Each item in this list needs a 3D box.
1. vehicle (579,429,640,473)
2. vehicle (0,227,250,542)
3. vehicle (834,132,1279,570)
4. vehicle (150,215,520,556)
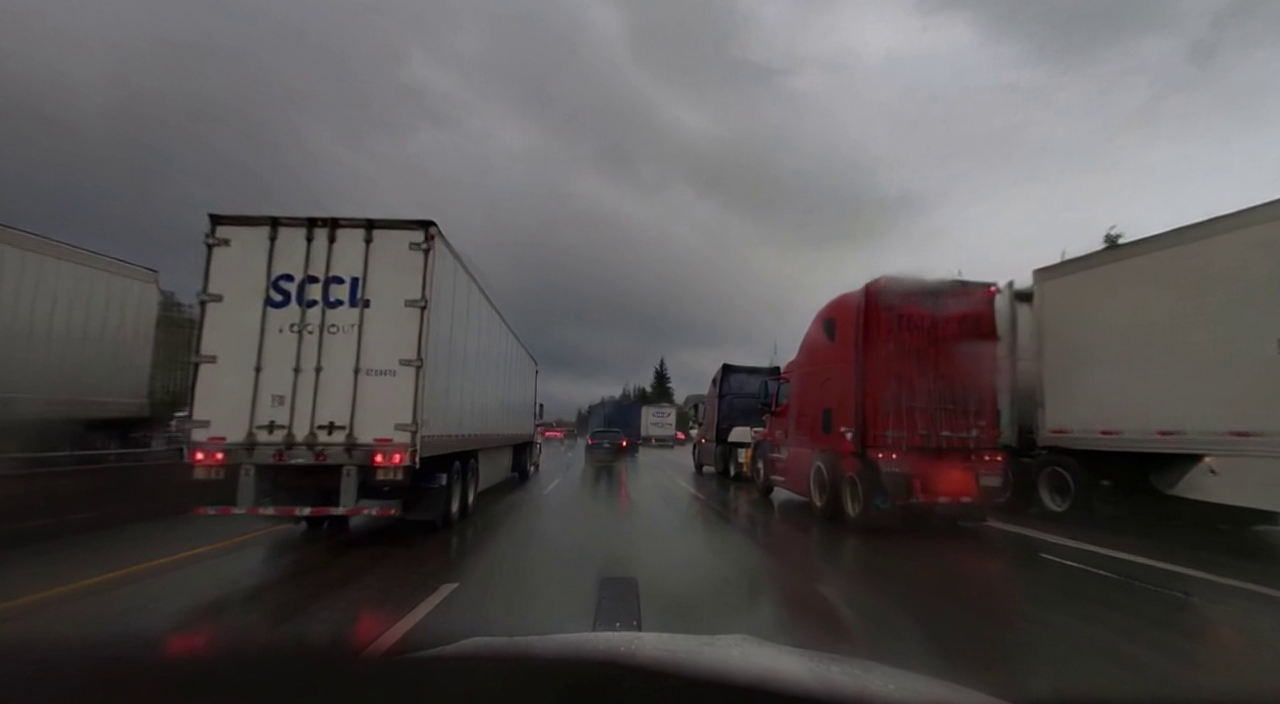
[{"bbox_3d":[-1.286,3.795,24.431,2.060,1.540,4.374,1,-8,-7],"label":"vehicle"},{"bbox_3d":[-10.662,0.050,5.433,2.867,4.125,14.026,-2,-8,15],"label":"vehicle"},{"bbox_3d":[7.698,-0.084,5.551,2.820,4.084,13.786,3,-8,-24],"label":"vehicle"},{"bbox_3d":[-4.161,0.892,11.412,2.822,3.788,8.799,0,-8,-4],"label":"vehicle"}]
